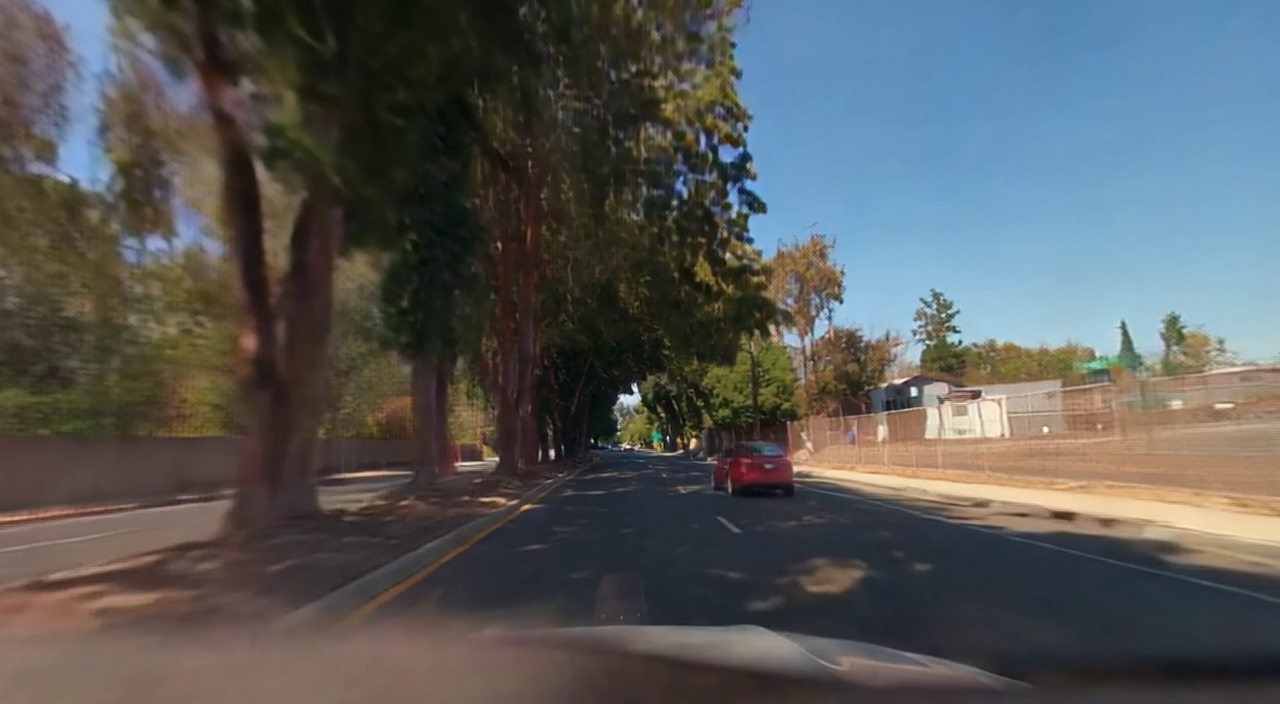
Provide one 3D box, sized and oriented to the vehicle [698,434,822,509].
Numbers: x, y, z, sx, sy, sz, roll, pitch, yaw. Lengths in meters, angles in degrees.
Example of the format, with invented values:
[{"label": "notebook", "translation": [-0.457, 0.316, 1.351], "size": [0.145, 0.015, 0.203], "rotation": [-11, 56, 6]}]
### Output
[{"label": "vehicle", "translation": [2.668, 2.800, 15.215], "size": [1.985, 1.529, 4.316], "rotation": [1, -9, -2]}]
